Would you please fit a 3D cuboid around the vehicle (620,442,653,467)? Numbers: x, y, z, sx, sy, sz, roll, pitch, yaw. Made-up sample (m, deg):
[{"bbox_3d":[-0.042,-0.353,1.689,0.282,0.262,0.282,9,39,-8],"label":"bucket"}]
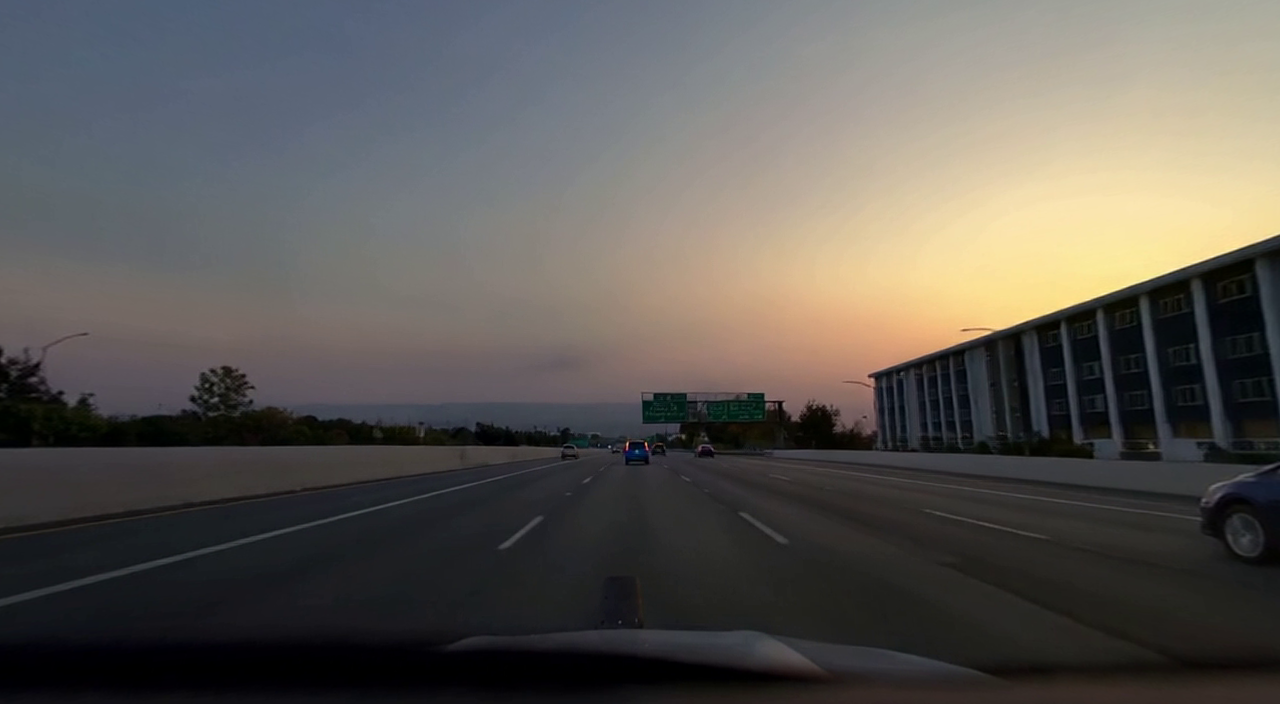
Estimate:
[{"bbox_3d":[-0.203,6.690,41.272,2.036,1.542,3.891,0,-8,0],"label":"vehicle"}]
